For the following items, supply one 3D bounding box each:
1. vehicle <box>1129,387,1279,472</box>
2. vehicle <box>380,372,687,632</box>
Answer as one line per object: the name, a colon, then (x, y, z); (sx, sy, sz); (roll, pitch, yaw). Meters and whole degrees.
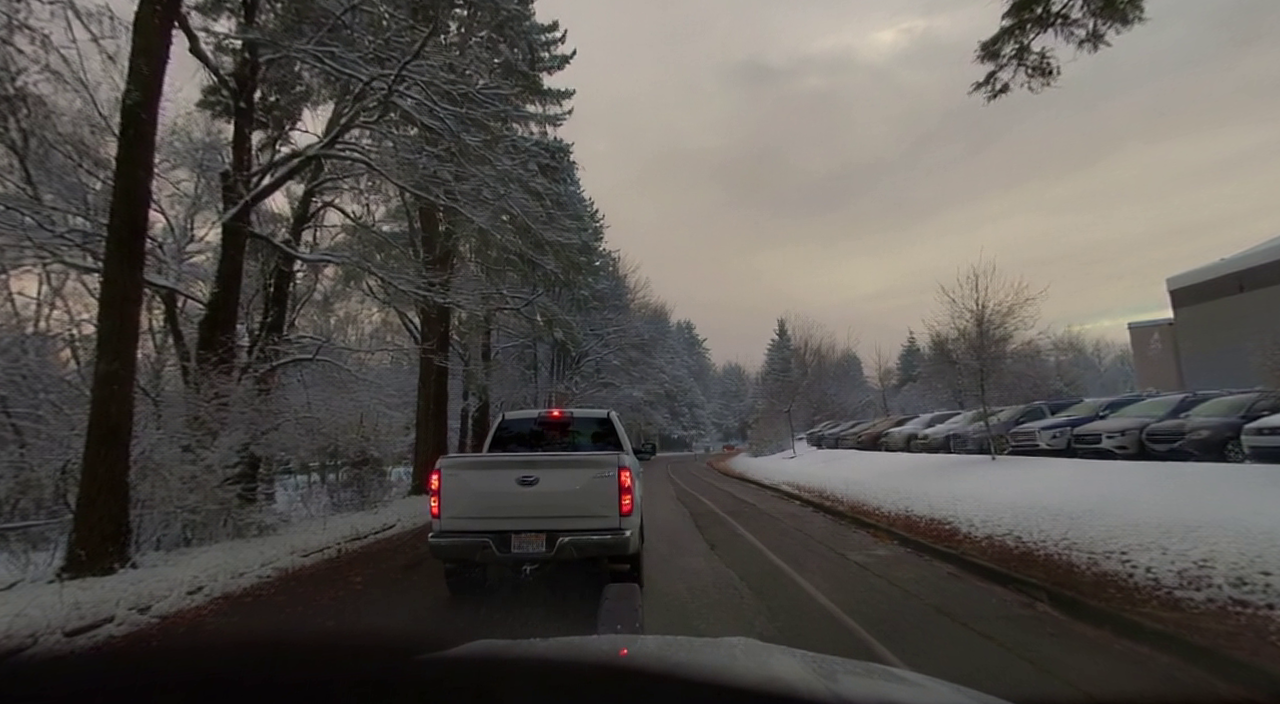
vehicle: (11.883, 1.402, 11.478); (4.298, 1.392, 1.944); (-1, -8, 2)
vehicle: (-0.681, 1.419, 7.033); (2.157, 1.816, 5.039); (0, -8, 2)
